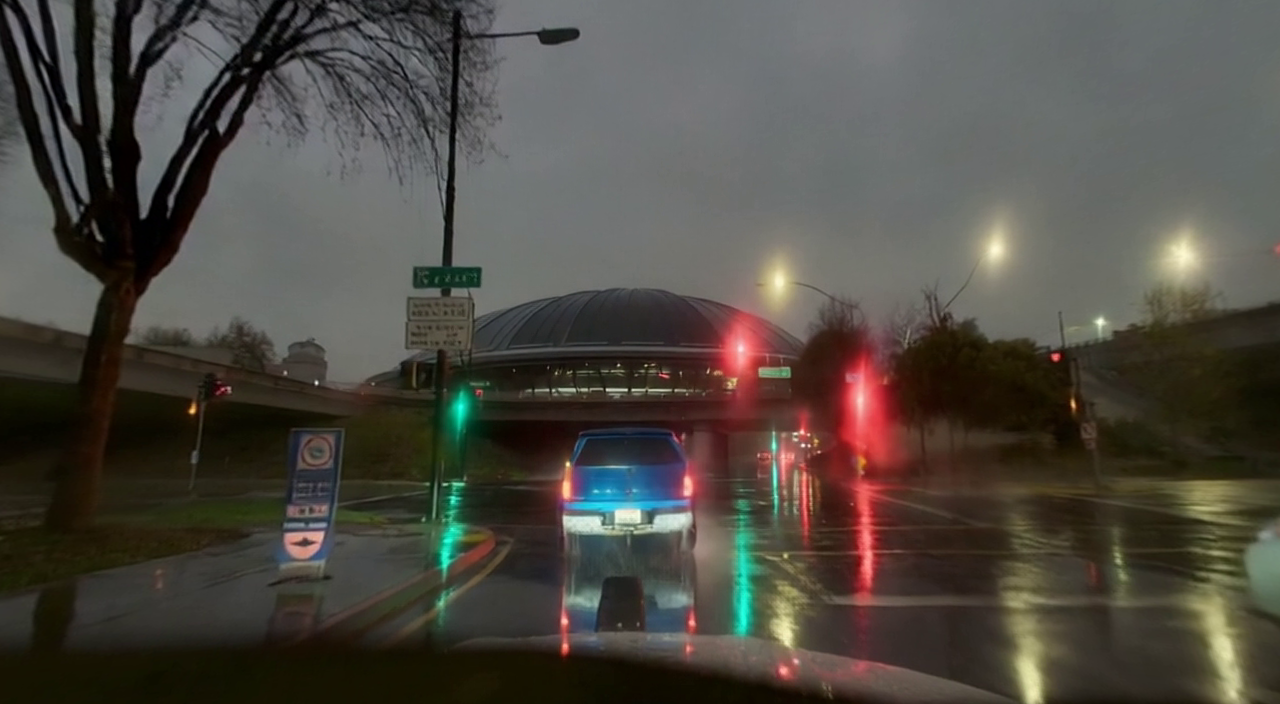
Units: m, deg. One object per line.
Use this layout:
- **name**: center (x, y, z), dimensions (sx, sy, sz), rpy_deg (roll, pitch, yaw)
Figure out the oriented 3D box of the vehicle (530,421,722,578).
- **vehicle**: center (-0.277, 1.816, 8.452), dimensions (1.976, 1.584, 3.772), rpy_deg (1, -9, -4)
